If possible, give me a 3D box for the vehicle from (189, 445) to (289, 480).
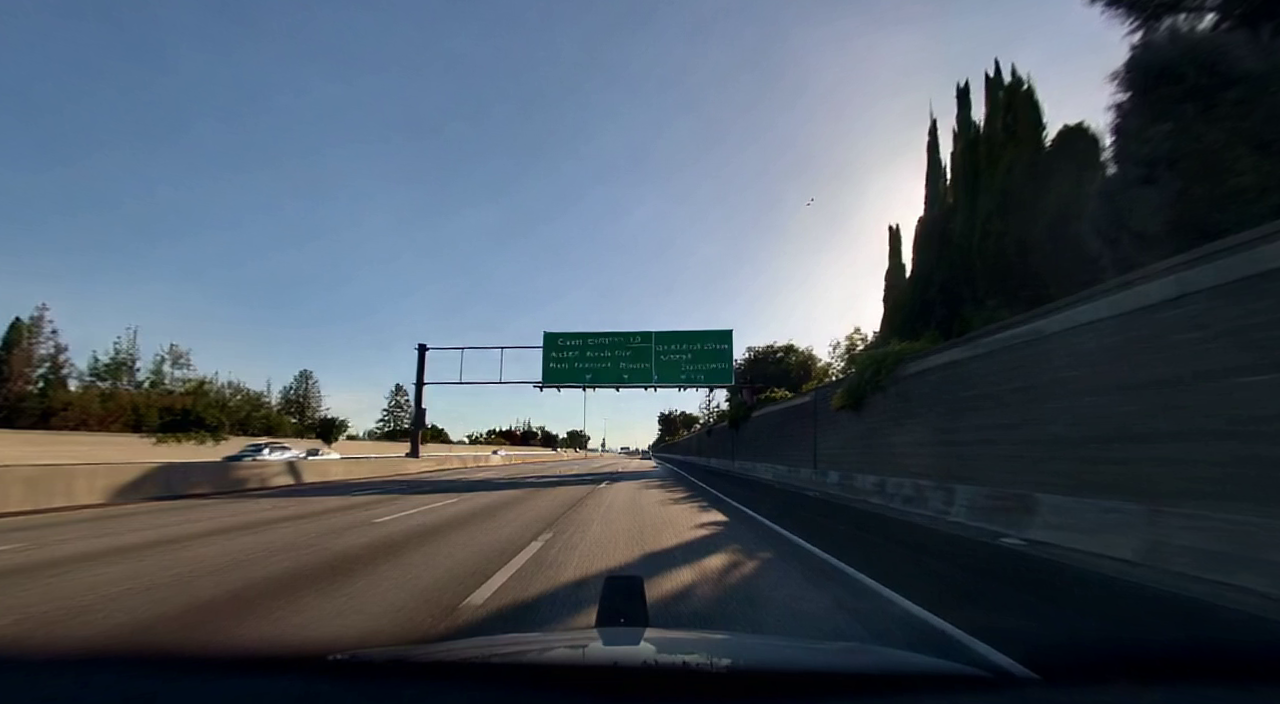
[{"bbox_3d":[-18.473,5.086,29.259,1.886,1.493,4.093,0,-9,1],"label":"vehicle"}]
